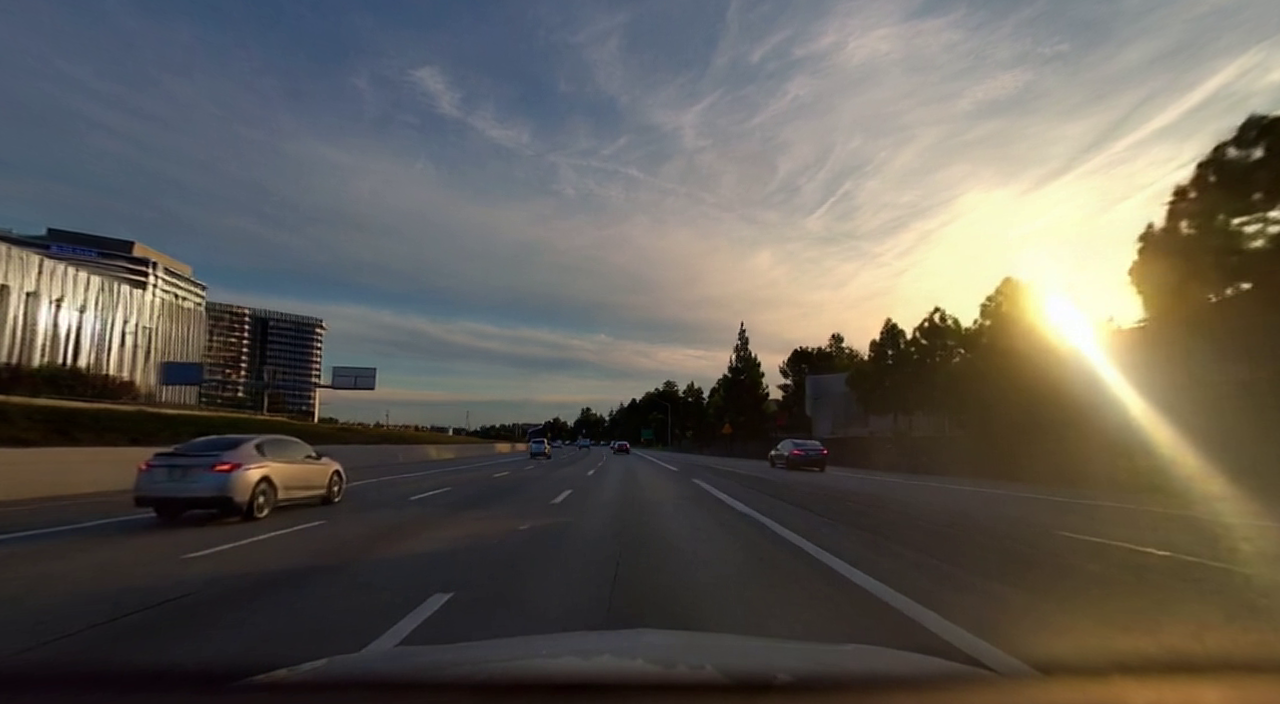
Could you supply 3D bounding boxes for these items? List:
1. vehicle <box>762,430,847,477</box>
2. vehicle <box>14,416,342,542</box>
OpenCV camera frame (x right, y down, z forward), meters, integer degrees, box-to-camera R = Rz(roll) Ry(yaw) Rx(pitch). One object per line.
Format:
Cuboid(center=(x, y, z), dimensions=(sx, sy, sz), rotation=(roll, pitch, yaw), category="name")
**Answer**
Cuboid(center=(6.679, 4.177, 26.178), dimensions=(2.023, 1.782, 4.193), rotation=(1, -9, -5), category="vehicle")
Cuboid(center=(-7.426, 2.089, 11.059), dimensions=(2.030, 1.672, 4.913), rotation=(0, -9, 0), category="vehicle")
